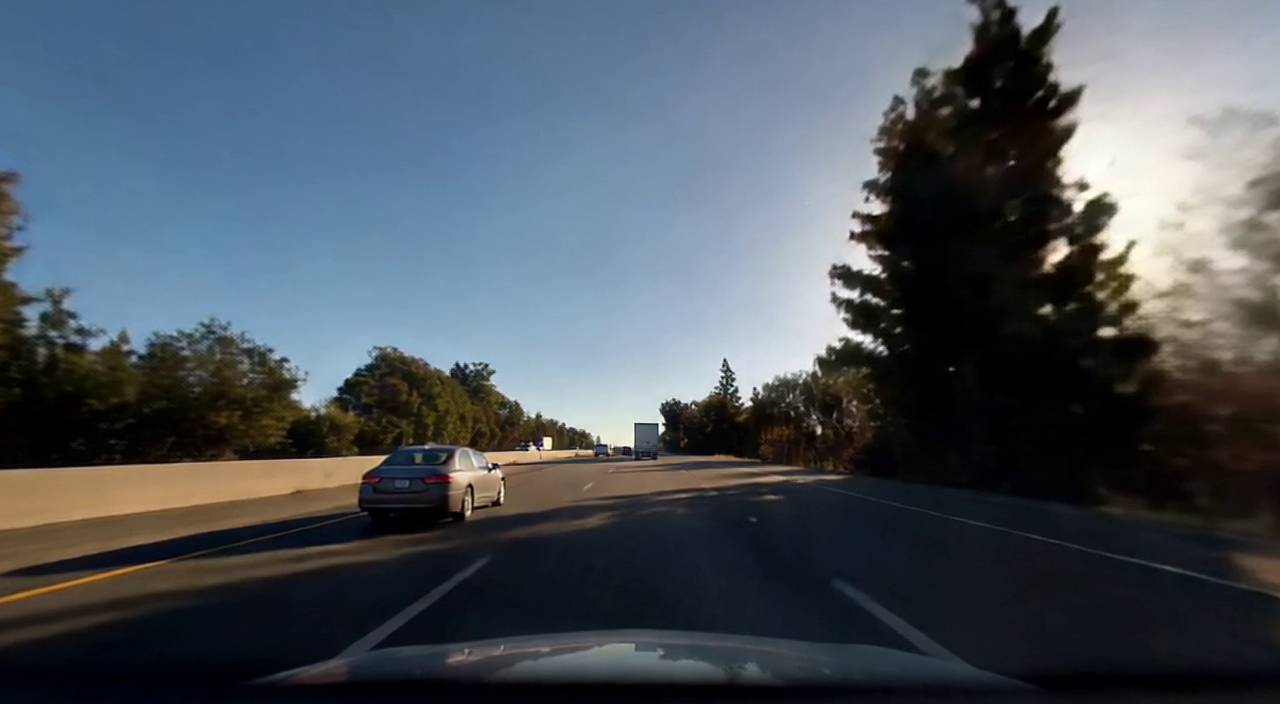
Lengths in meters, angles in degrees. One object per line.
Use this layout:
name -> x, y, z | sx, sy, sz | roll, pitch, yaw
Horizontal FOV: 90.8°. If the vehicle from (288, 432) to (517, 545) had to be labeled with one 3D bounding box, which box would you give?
vehicle -> -3.768, 2.273, 11.219 | 1.999, 1.533, 4.870 | -1, -9, 3
